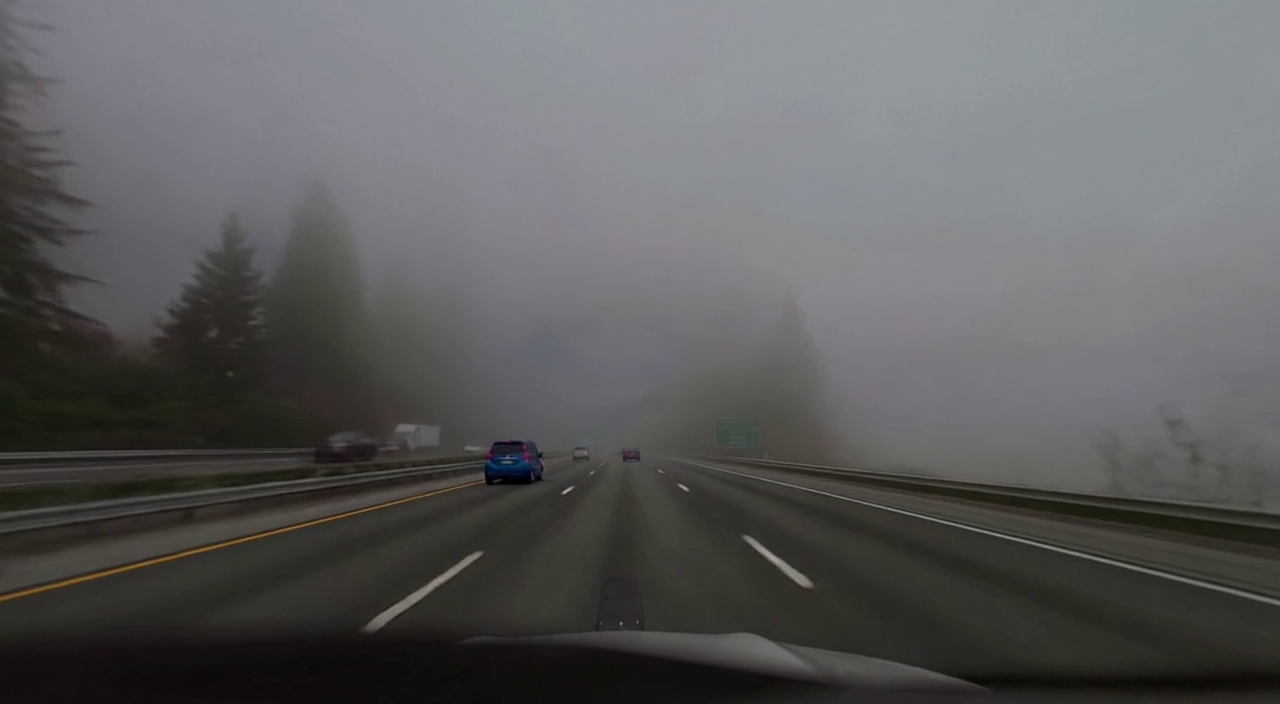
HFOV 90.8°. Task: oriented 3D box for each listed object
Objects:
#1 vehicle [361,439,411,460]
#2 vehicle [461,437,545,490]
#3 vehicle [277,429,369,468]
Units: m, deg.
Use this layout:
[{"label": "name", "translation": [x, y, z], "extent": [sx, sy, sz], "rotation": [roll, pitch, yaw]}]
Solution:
[{"label": "vehicle", "translation": [-18.290, 7.061, 45.623], "extent": [1.851, 1.453, 4.488], "rotation": [0, -9, -2]}, {"label": "vehicle", "translation": [-4.703, 3.909, 22.366], "extent": [2.088, 1.675, 4.108], "rotation": [0, -9, 0]}, {"label": "vehicle", "translation": [-13.838, 4.249, 27.847], "extent": [1.899, 1.536, 4.263], "rotation": [0, -9, -1]}]
